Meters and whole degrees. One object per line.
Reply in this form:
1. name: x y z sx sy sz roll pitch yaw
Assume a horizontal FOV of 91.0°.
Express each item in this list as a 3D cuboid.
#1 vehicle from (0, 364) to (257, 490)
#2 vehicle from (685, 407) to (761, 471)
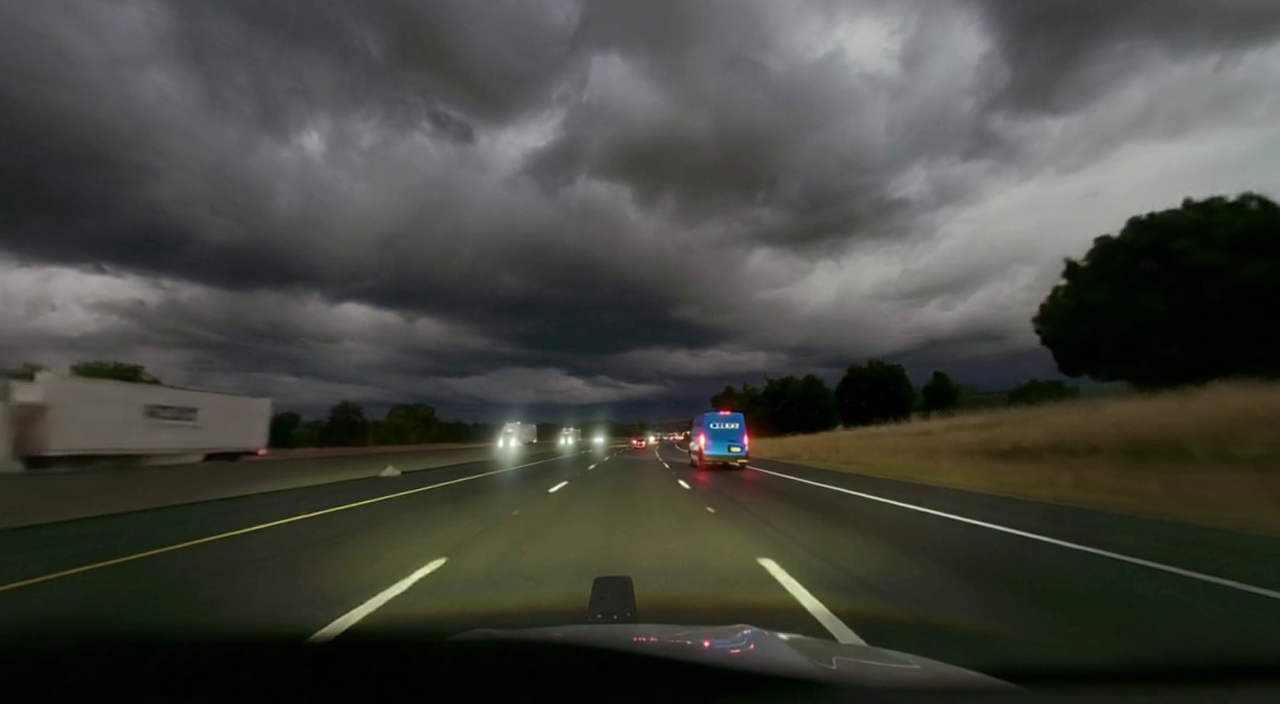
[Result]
1. vehicle: -22.396 3.406 27.116 2.874 4.074 14.233 -1 -8 0
2. vehicle: 3.589 3.943 28.436 2.485 2.562 5.535 0 -8 -2
